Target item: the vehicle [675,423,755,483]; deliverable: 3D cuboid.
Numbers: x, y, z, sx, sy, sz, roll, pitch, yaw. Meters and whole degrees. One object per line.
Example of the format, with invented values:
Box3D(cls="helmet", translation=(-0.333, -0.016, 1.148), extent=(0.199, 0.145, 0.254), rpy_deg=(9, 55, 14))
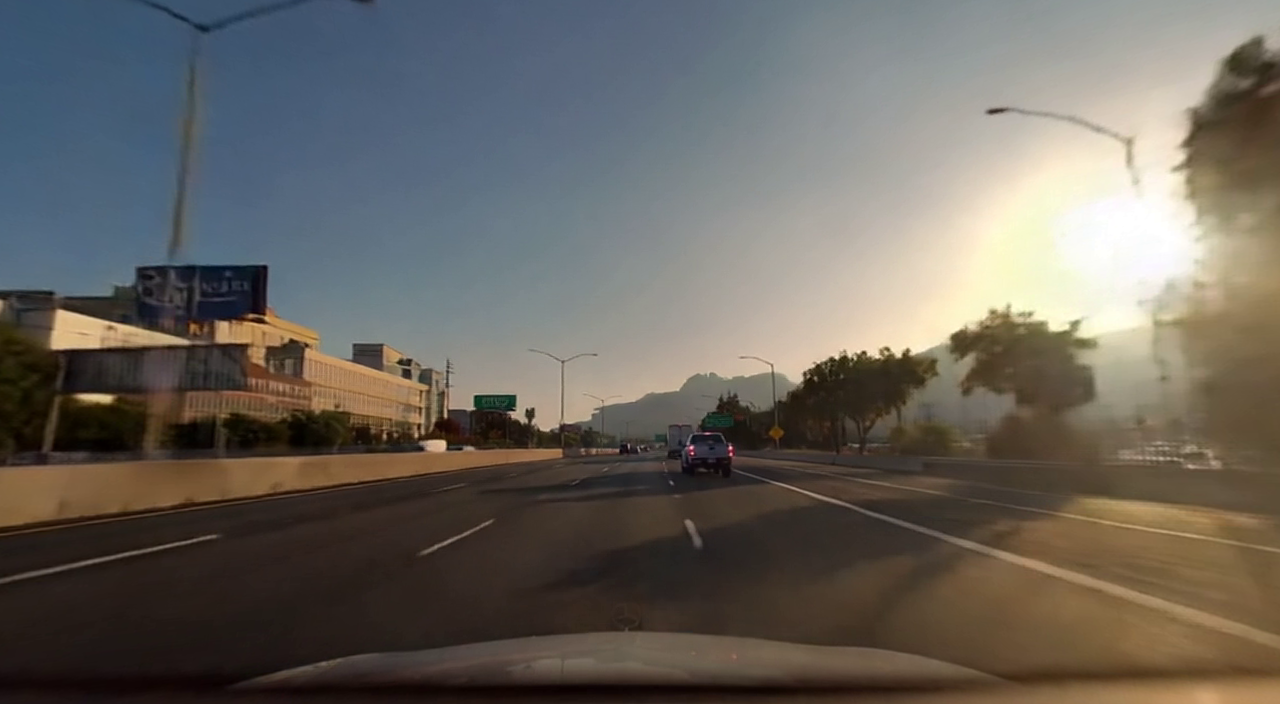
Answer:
Box3D(cls="vehicle", translation=(2.899, 4.170, 26.171), extent=(2.740, 2.157, 6.300), rpy_deg=(-1, -9, 2))
